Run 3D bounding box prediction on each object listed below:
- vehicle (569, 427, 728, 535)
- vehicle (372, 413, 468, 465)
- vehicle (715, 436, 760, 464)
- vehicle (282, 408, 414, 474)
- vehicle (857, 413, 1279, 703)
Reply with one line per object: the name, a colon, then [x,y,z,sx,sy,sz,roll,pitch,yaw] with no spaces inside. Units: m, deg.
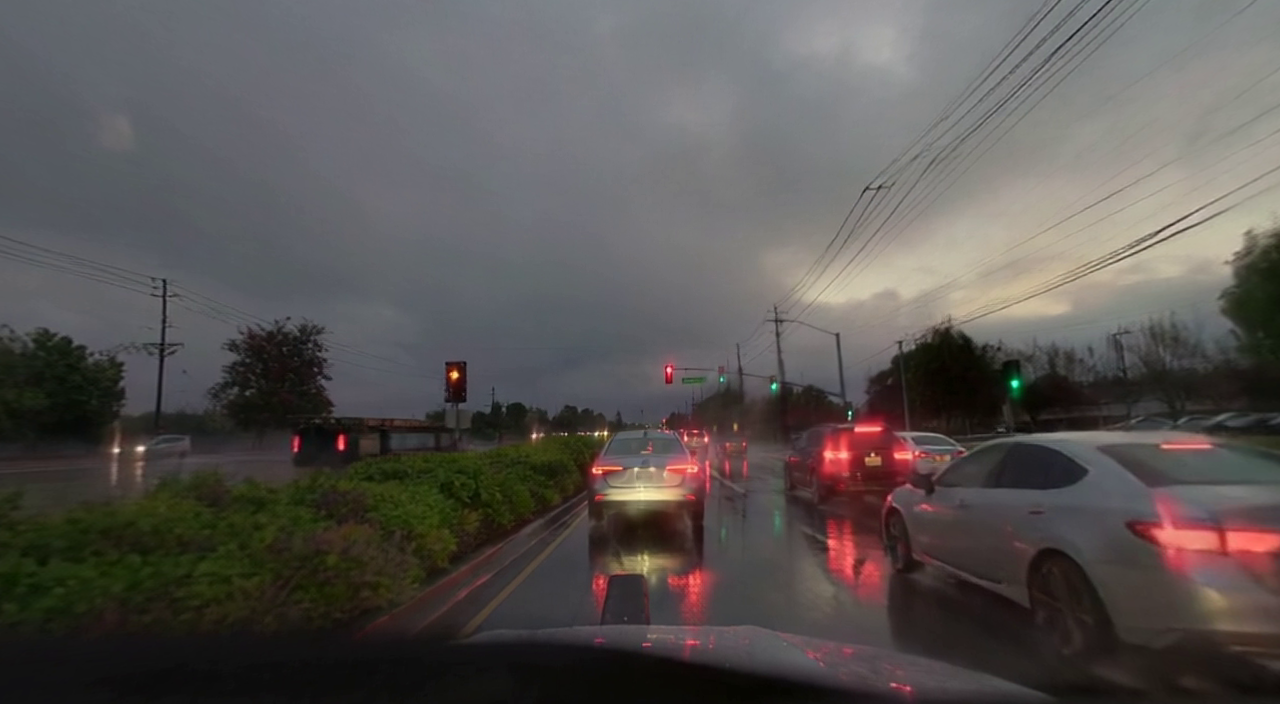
vehicle: [0.141,2.136,11.067,2.208,1.498,4.401,0,-8,1]
vehicle: [-15.822,6.473,46.427,3.085,3.375,9.783,-1,-8,3]
vehicle: [5.604,5.718,36.835,1.995,1.491,4.133,0,-8,1]
vehicle: [-16.415,5.172,36.403,2.934,3.328,8.716,-1,-8,4]
vehicle: [3.581,1.347,5.209,2.028,1.454,4.531,0,-8,1]
